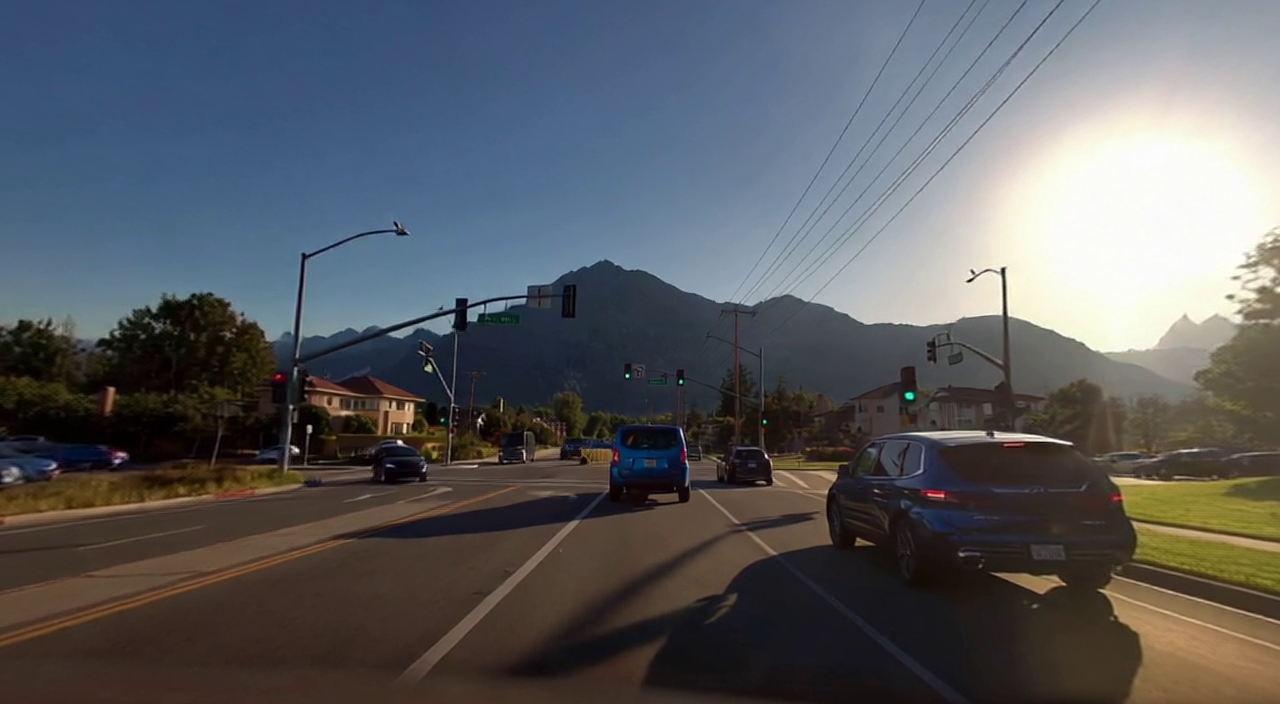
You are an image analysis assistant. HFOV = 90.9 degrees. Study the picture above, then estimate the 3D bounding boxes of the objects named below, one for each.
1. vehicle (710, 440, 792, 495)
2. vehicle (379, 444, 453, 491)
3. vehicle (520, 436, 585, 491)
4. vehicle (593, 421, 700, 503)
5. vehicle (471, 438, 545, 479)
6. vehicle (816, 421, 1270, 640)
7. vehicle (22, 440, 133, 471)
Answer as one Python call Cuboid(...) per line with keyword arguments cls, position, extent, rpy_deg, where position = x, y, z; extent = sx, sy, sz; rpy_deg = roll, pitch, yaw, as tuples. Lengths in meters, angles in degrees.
Cuboid(cls="vehicle", position=(3.620, 3.836, 21.393), extent=(1.957, 1.646, 4.355), rpy_deg=(0, -8, 0))
Cuboid(cls="vehicle", position=(-8.531, 4.268, 23.773), extent=(2.005, 1.533, 4.644), rpy_deg=(4, -9, -26))
Cuboid(cls="vehicle", position=(-3.037, 3.965, 22.828), extent=(2.059, 1.749, 4.458), rpy_deg=(1, -8, -5))
Cuboid(cls="vehicle", position=(0.193, 3.094, 18.237), extent=(2.636, 2.011, 5.130), rpy_deg=(0, -8, 1))
Cuboid(cls="vehicle", position=(-6.703, 5.286, 31.725), extent=(1.999, 1.864, 4.530), rpy_deg=(6, -10, -34))
Cuboid(cls="vehicle", position=(3.767, 1.714, 7.279), extent=(2.155, 1.658, 4.721), rpy_deg=(0, -8, 1))
Cuboid(cls="vehicle", position=(-32.055, 5.904, 36.024), extent=(4.428, 1.738, 1.886), rpy_deg=(0, -8, -1))
